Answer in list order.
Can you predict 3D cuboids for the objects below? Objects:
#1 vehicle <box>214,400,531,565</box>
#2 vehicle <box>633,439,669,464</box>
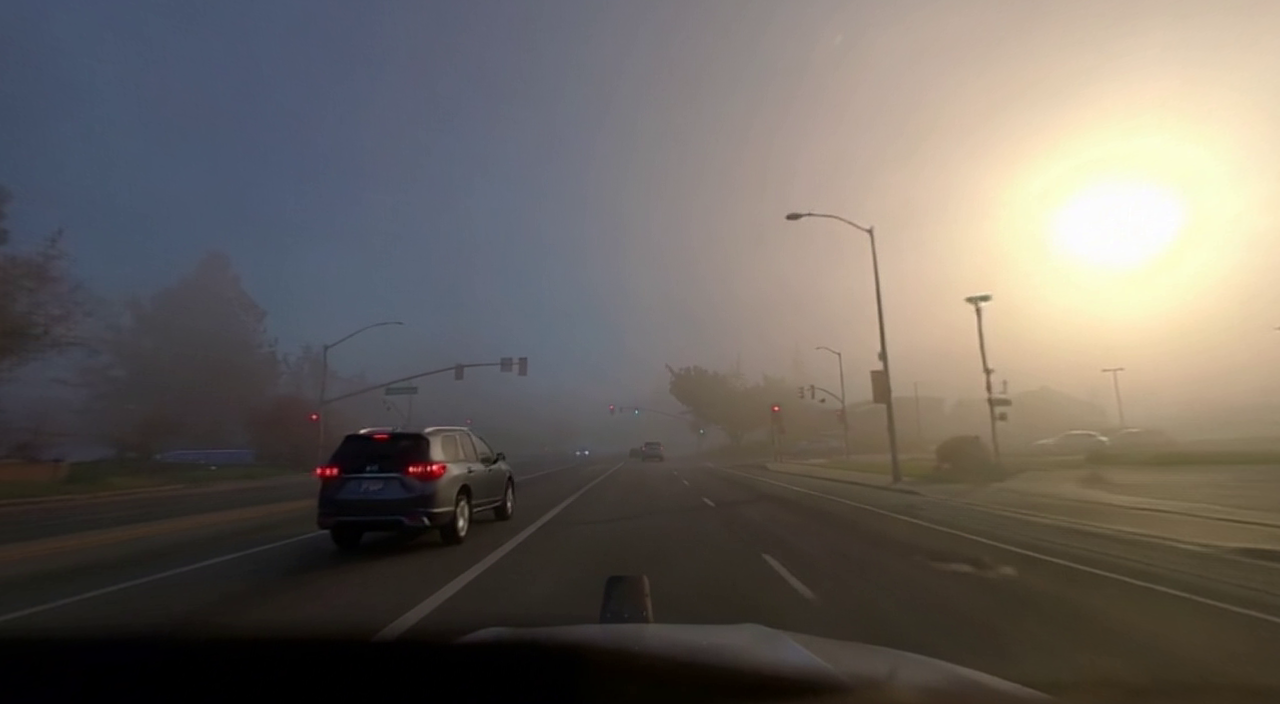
[{"bbox_3d":[-3.471,1.864,9.808,2.459,1.825,5.380,-1,-8,2],"label":"vehicle"},{"bbox_3d":[0.767,7.441,47.067,2.437,1.737,4.420,0,-8,-2],"label":"vehicle"}]
